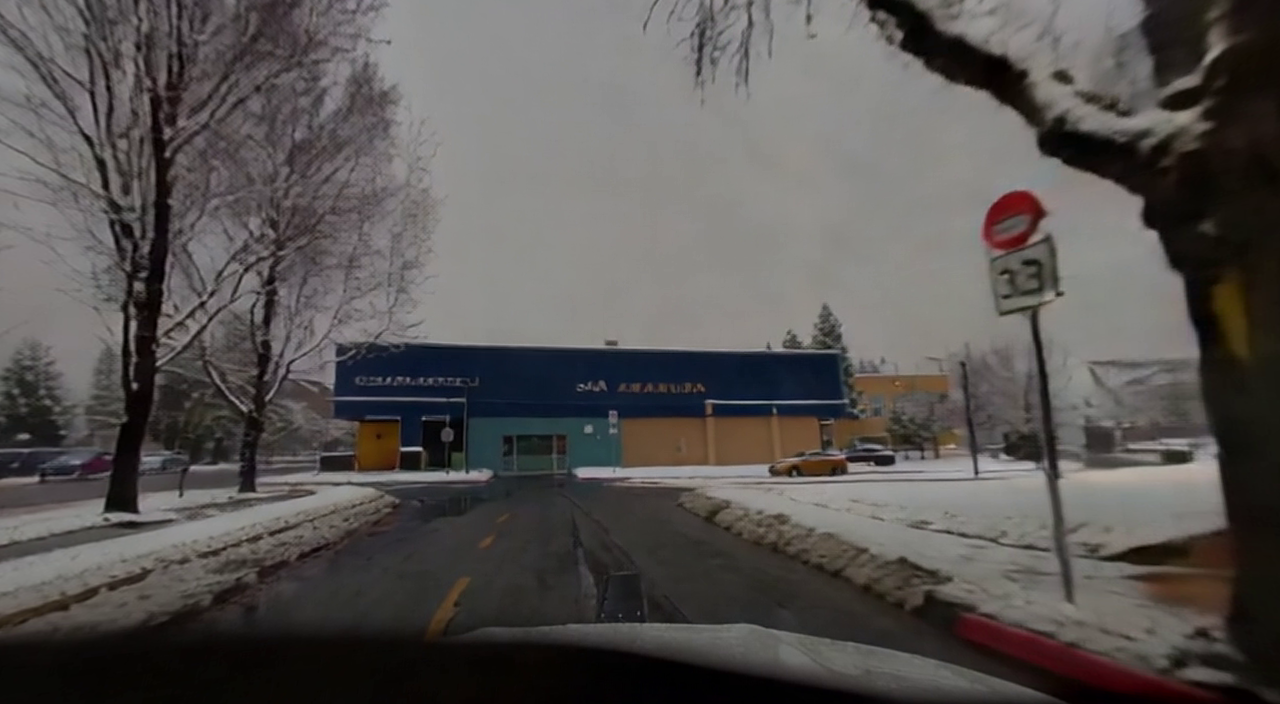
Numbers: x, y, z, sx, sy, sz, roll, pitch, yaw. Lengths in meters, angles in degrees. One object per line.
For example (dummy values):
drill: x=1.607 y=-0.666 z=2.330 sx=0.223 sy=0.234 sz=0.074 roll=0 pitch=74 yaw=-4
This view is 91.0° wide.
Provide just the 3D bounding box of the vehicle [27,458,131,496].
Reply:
vehicle: x=-25.883 y=5.792 z=29.221 sx=1.675 sy=1.587 sz=3.980 roll=0 pitch=-11 yaw=-11

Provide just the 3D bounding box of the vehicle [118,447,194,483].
vehicle: x=-29.667 y=6.912 z=38.745 sx=1.870 sy=1.563 sz=4.039 roll=13 pitch=-8 yaw=-11
